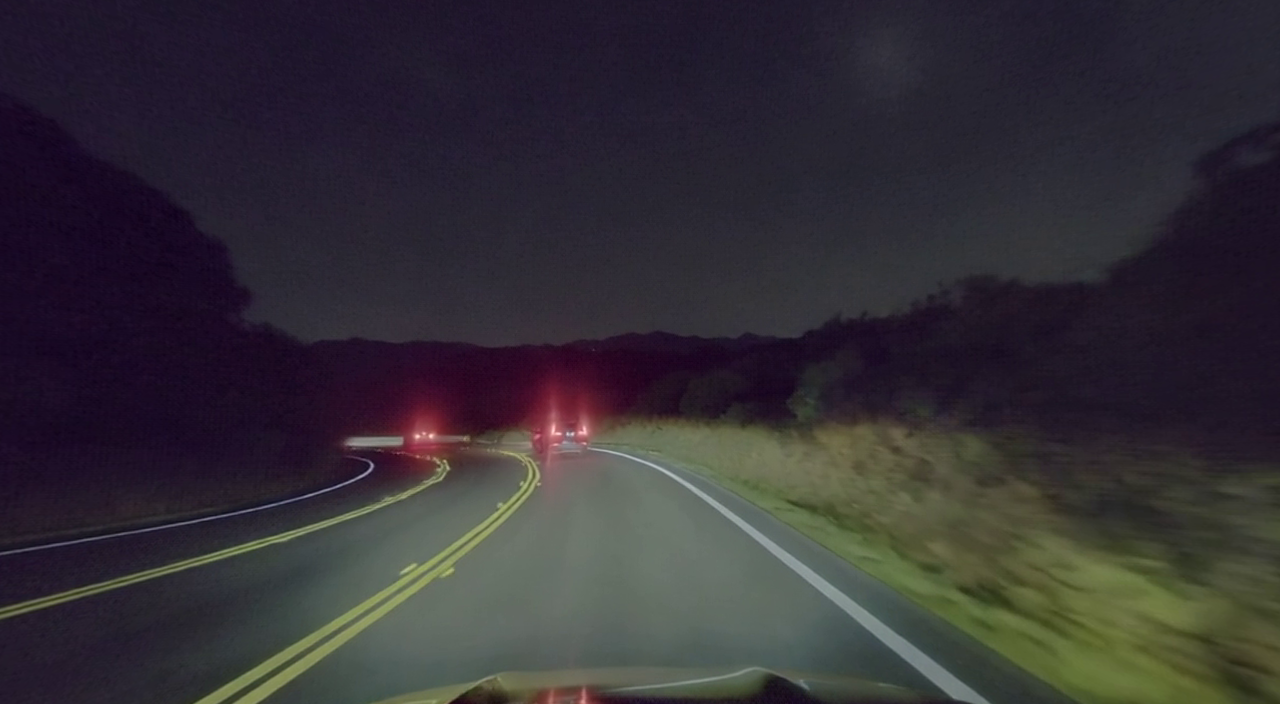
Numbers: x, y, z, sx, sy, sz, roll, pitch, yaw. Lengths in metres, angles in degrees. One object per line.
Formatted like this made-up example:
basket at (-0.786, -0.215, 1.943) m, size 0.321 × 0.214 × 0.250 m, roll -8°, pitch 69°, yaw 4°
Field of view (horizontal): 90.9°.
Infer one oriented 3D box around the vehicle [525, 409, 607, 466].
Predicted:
vehicle at (-3.210, 3.563, 26.059) m, size 2.500 × 1.961 × 5.637 m, roll -1°, pitch -8°, yaw -15°
